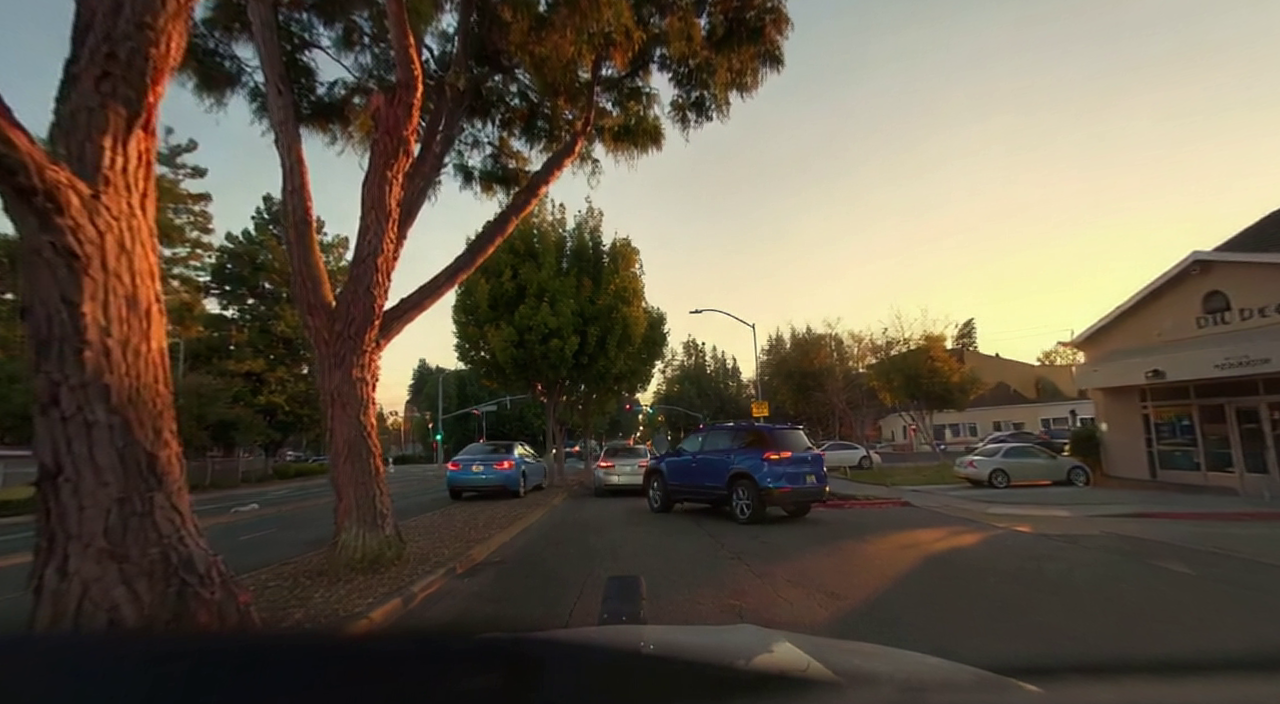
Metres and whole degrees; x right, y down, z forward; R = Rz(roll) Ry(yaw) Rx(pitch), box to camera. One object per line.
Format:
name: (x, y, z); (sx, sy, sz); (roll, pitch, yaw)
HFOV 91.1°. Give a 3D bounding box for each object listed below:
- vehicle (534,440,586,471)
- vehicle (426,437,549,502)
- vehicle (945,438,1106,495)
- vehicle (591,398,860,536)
vehicle: (-4.085, 5.354, 32.665); (2.042, 1.470, 4.123); (0, -8, 1)
vehicle: (-3.829, 3.022, 16.634); (2.026, 1.466, 4.282); (0, -8, 2)
vehicle: (12.270, 3.640, 20.179); (3.871, 1.525, 1.835); (-3, -9, 0)
vehicle: (1.314, 2.004, 11.470); (2.052, 1.955, 4.642); (7, -11, -39)
